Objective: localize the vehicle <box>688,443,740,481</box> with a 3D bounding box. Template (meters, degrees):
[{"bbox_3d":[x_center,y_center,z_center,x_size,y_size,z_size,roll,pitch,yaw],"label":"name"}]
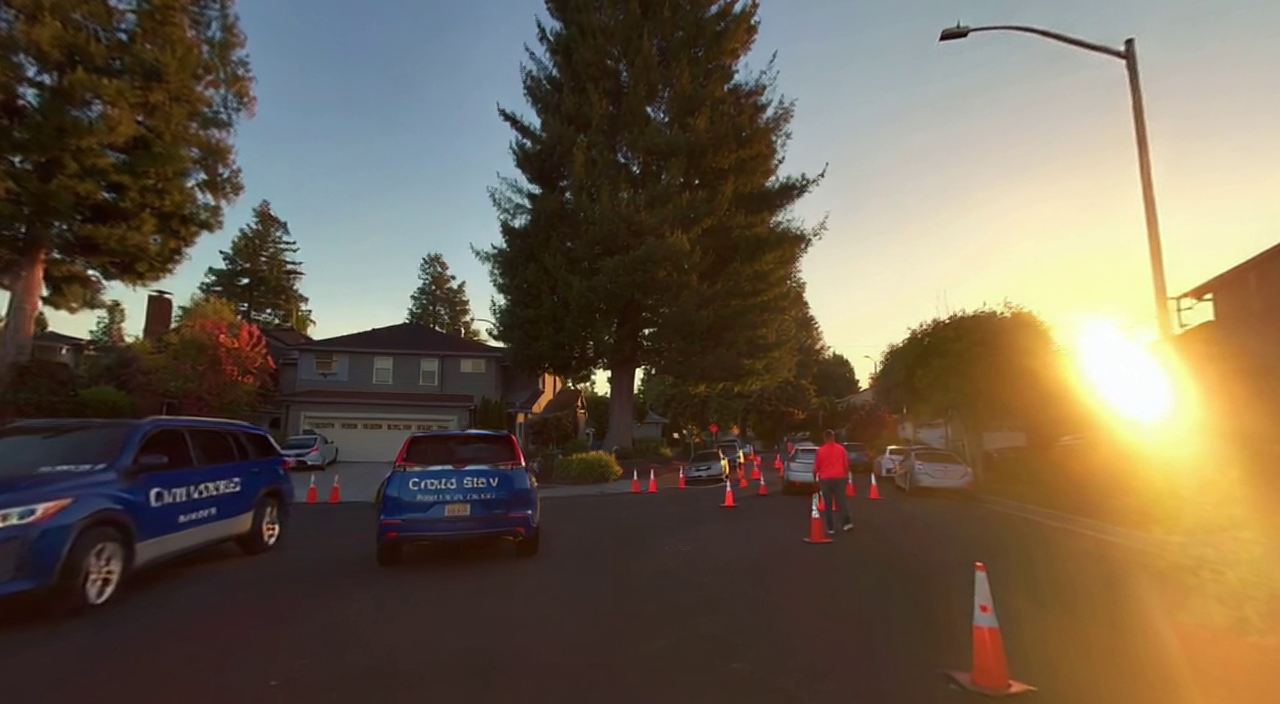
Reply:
[{"bbox_3d":[3.839,5.515,32.040,2.014,1.742,4.297,-2,-9,14],"label":"vehicle"}]

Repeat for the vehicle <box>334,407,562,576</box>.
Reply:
[{"bbox_3d":[-2.664,1.794,8.941,2.350,1.748,4.094,3,-9,-17],"label":"vehicle"}]

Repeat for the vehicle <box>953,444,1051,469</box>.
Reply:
[{"bbox_3d":[23.237,6.729,40.737,5.066,1.534,1.905,-2,-9,10],"label":"vehicle"}]

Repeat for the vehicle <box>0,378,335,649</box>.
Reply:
[{"bbox_3d":[-5.645,1.483,6.882,2.471,1.892,4.952,1,-9,-5],"label":"vehicle"}]

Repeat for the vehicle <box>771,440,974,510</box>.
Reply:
[{"bbox_3d":[6.112,3.173,16.780,4.656,1.577,2.099,1,-8,-17],"label":"vehicle"}]
